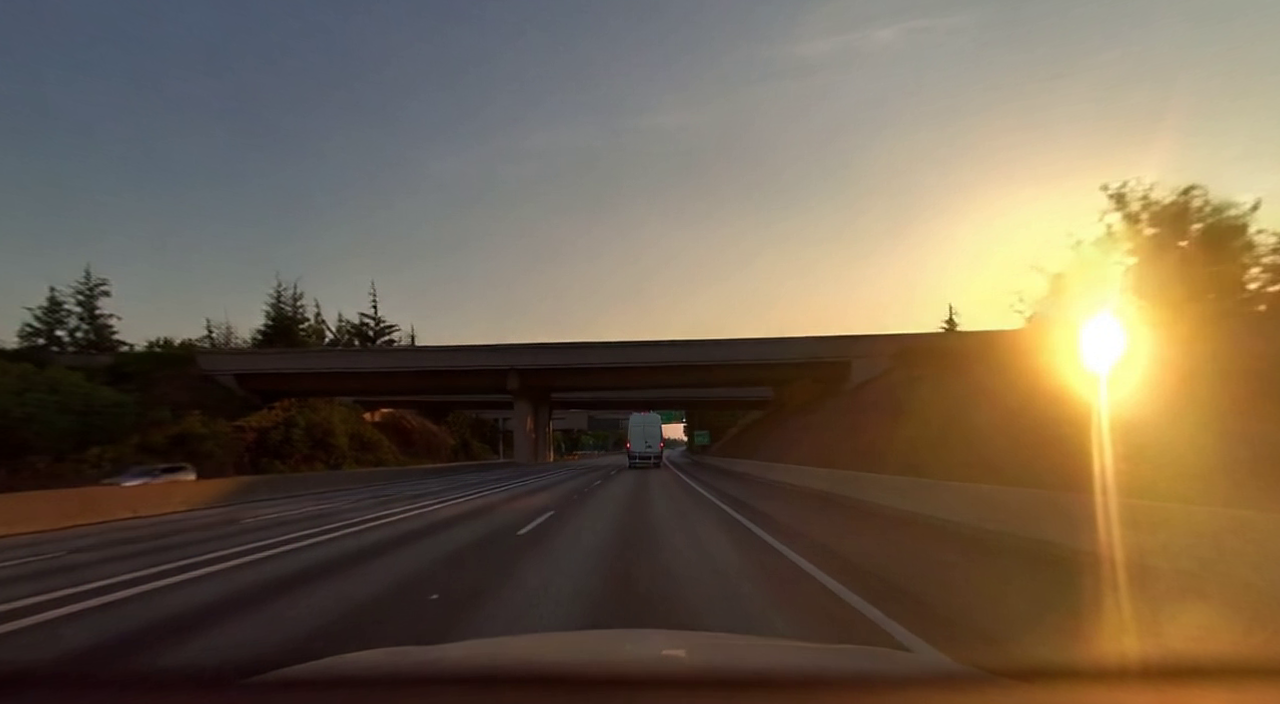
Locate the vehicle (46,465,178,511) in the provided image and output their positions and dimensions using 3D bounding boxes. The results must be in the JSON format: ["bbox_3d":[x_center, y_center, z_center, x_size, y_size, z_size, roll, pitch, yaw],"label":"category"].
[{"bbox_3d":[-24.185,6.208,29.201,1.923,1.822,4.735,-1,-9,1],"label":"vehicle"}]
